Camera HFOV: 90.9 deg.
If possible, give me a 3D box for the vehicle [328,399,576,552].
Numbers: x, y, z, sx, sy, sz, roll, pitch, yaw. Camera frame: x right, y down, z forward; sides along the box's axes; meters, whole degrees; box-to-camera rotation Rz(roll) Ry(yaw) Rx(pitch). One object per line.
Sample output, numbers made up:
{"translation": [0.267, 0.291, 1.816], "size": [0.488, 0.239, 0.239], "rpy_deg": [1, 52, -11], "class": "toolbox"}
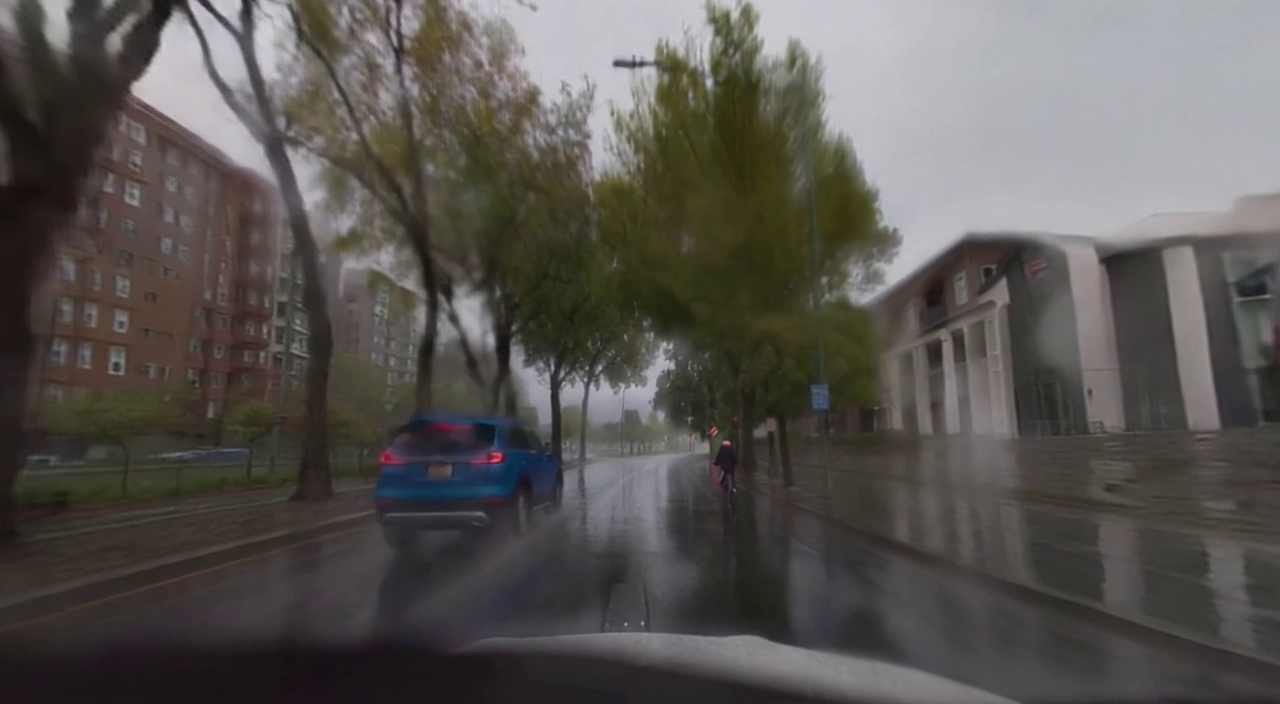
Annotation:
{"translation": [-2.588, 1.912, 10.388], "size": [2.294, 1.859, 5.127], "rpy_deg": [-1, -9, 3], "class": "vehicle"}
